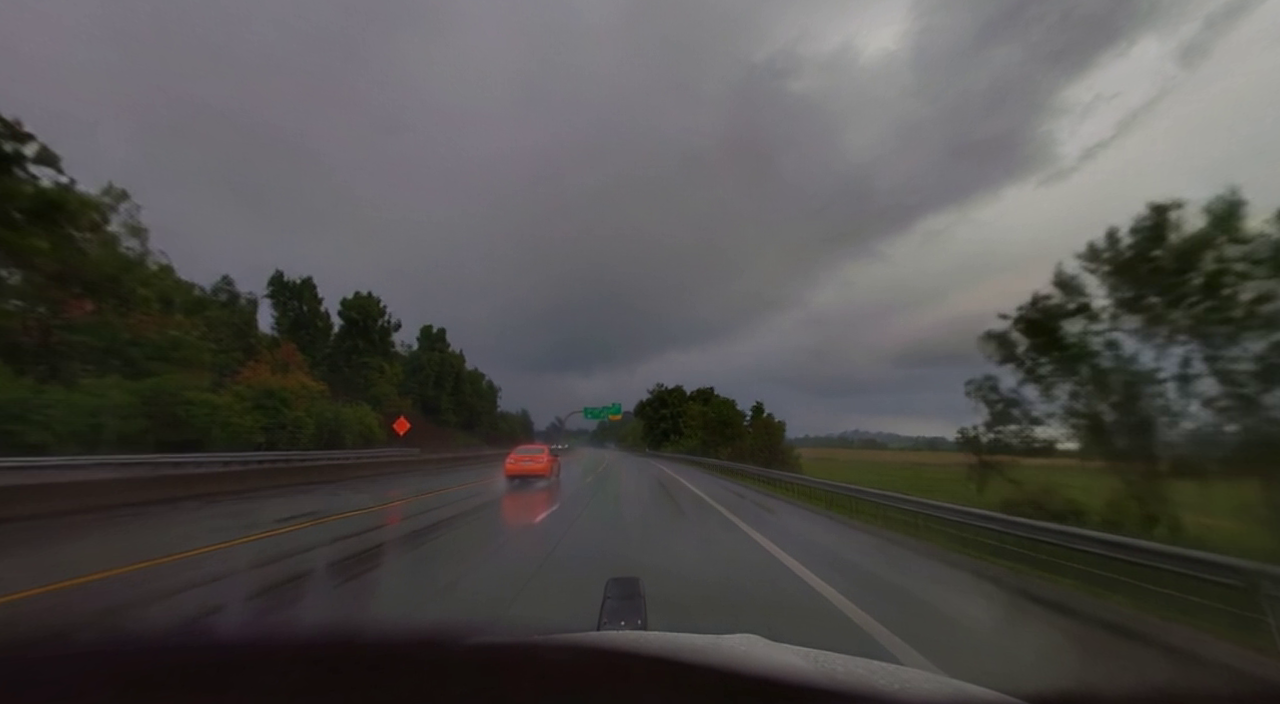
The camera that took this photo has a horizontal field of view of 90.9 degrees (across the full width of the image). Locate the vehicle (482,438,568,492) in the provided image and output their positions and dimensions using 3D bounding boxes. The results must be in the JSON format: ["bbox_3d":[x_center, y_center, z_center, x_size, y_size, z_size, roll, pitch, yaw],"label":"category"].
[{"bbox_3d":[-3.543,3.572,20.213,1.990,1.532,3.911,0,-9,0],"label":"vehicle"}]
